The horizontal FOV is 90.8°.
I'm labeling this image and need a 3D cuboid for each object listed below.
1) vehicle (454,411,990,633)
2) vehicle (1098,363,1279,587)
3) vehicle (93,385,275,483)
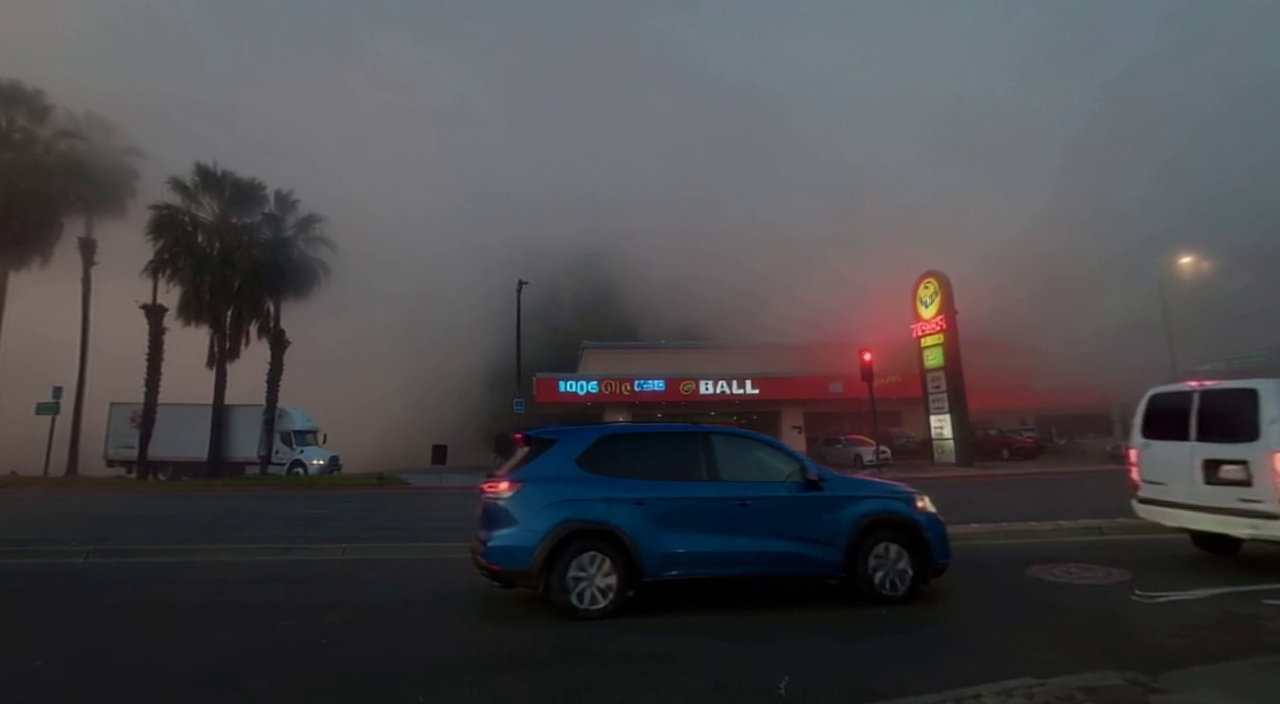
[{"bbox_3d":[0.656,1.533,6.363,4.493,1.728,2.137,1,-9,-7],"label":"vehicle"},{"bbox_3d":[9.374,1.403,7.514,6.246,2.202,2.277,1,-9,-6],"label":"vehicle"},{"bbox_3d":[-20.718,3.909,29.531,3.034,3.929,7.699,1,-9,-5],"label":"vehicle"}]
